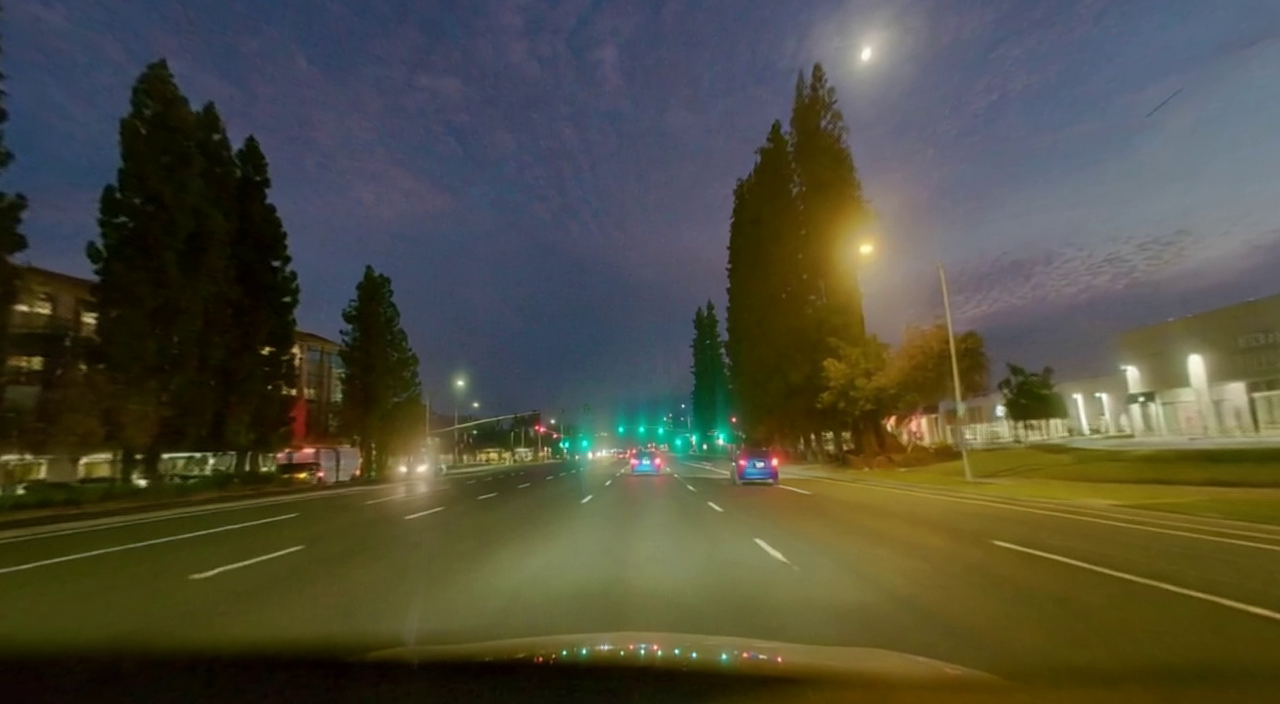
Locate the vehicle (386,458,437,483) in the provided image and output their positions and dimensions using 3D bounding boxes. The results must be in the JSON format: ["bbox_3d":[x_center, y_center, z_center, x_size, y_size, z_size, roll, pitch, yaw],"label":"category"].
[{"bbox_3d":[-17.333,8.997,48.033,1.984,1.698,4.885,-1,-9,1],"label":"vehicle"}]

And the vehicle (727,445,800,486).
[{"bbox_3d":[4.831,4.503,25.295,2.067,1.497,4.327,-1,-9,1],"label":"vehicle"}]

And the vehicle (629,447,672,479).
[{"bbox_3d":[0.518,5.784,33.038,2.144,1.505,4.128,0,-9,0],"label":"vehicle"}]
